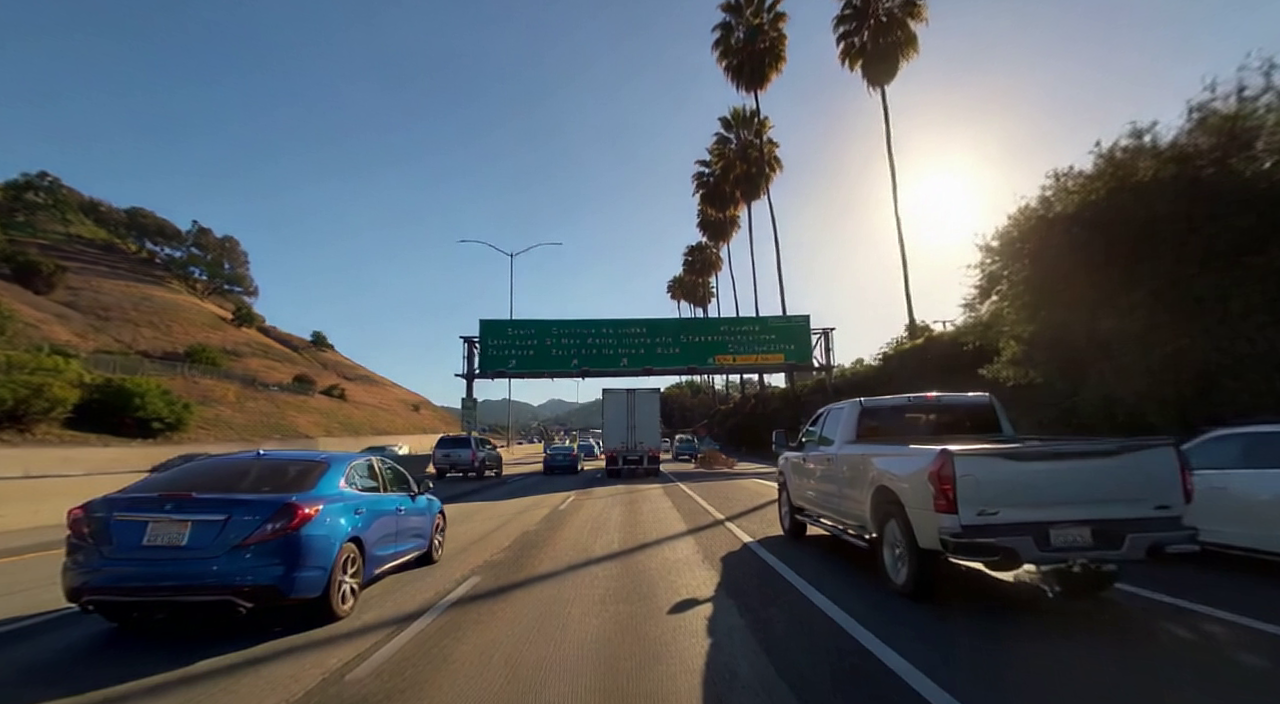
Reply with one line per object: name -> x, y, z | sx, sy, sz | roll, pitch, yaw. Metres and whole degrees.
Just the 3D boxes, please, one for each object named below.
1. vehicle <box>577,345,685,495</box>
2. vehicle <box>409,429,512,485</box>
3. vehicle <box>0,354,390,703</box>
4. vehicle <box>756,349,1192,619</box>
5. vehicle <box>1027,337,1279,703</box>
vehicle -> -0.141, 2.620, 22.479 | 2.906, 4.040, 10.743 | 0, -9, 1
vehicle -> -6.841, 4.095, 24.890 | 2.344, 1.954, 5.579 | 0, -9, 1
vehicle -> -3.218, 1.053, 3.594 | 1.885, 1.654, 4.103 | 0, -9, 0
vehicle -> 3.119, 1.439, 7.808 | 2.245, 2.103, 5.613 | 0, -9, -1
vehicle -> 3.184, 0.503, 1.201 | 1.859, 1.416, 4.695 | 0, -9, -1
